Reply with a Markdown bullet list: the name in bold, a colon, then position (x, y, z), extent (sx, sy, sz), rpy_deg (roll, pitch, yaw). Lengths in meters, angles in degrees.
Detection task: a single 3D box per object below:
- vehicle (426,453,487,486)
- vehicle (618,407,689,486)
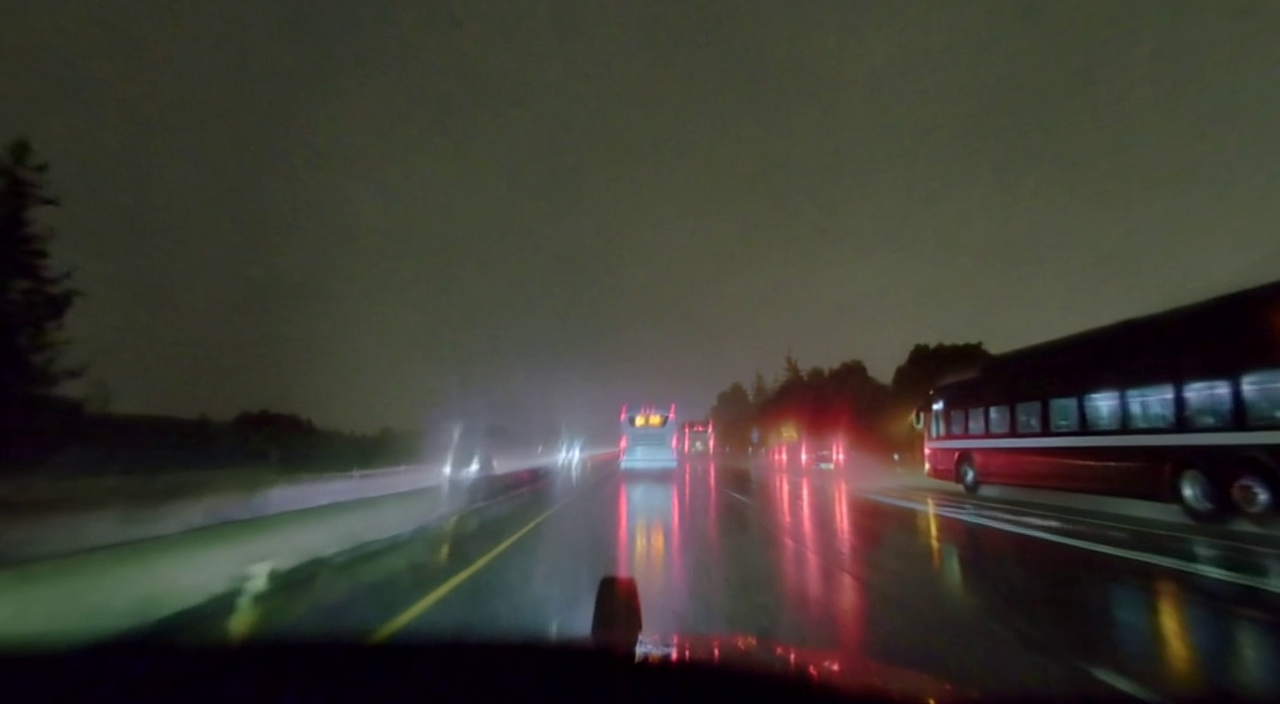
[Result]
- **vehicle**: position (-9.464, 6.086, 32.695), extent (1.878, 1.504, 4.116), rpy_deg (-1, -9, 1)
- **vehicle**: position (0.402, 3.697, 24.484), extent (2.414, 2.675, 5.574), rpy_deg (0, -9, -1)
